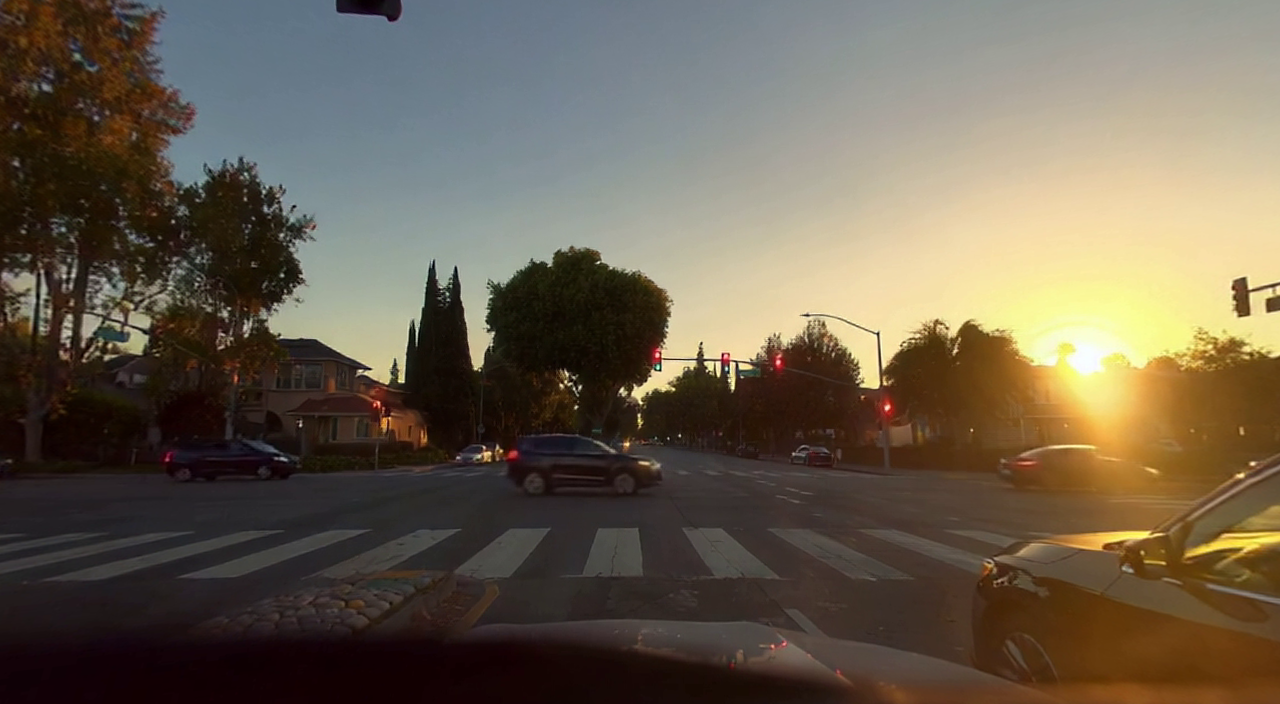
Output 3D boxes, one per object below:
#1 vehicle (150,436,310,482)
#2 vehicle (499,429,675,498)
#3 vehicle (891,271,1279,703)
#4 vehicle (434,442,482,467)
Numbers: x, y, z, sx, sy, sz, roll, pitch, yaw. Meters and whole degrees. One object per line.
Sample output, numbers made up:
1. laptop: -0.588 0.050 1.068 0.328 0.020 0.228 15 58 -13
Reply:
1. vehicle: -15.358 4.033 23.964 4.532 1.633 2.130 2 -9 -10
2. vehicle: -1.323 2.911 16.721 4.332 1.682 2.025 0 -9 -1
3. vehicle: 2.720 0.710 1.727 2.085 1.800 4.908 0 -9 1
4. vehicle: -13.767 7.750 48.055 2.065 1.775 4.667 0 -9 2
